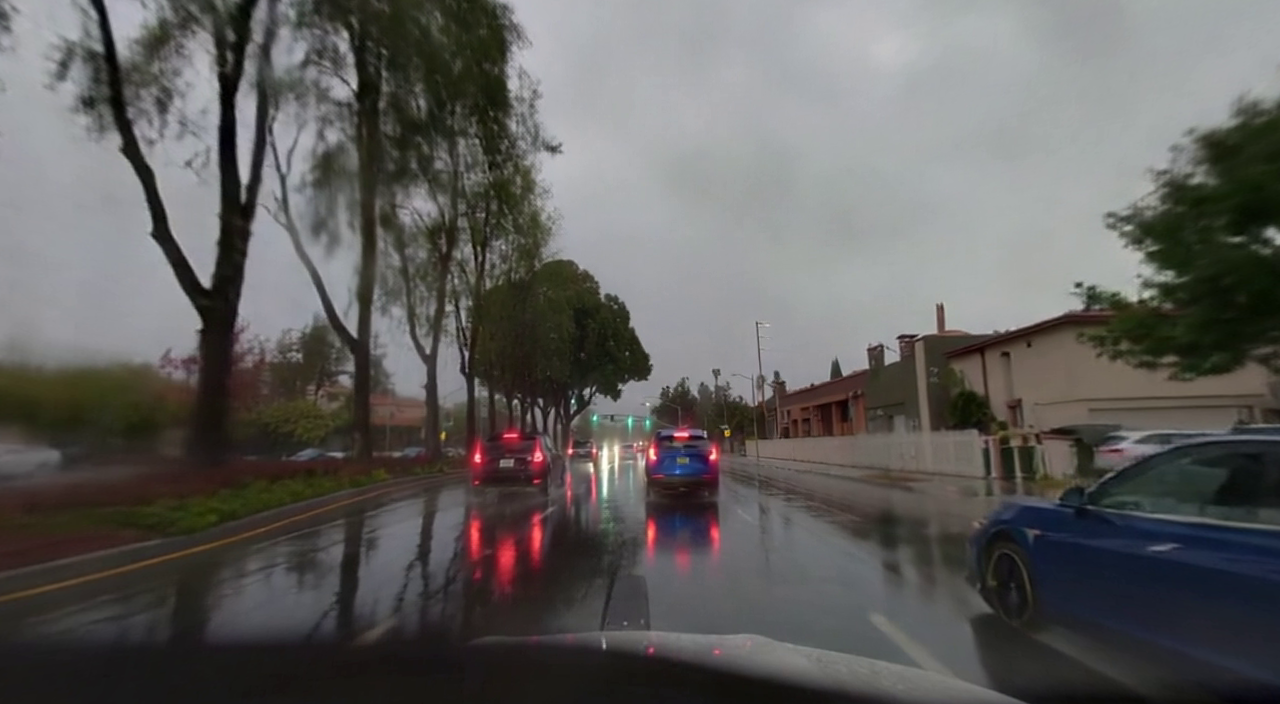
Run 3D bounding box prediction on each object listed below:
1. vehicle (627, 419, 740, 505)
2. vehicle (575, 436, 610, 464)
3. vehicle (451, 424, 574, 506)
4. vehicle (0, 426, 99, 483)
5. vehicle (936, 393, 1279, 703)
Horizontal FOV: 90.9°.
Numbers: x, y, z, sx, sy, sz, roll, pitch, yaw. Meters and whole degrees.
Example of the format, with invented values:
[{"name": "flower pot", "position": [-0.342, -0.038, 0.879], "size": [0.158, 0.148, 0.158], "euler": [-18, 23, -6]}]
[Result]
[{"name": "vehicle", "position": [0.858, 2.598, 15.247], "size": [2.280, 1.747, 4.361], "euler": [0, -8, -2]}, {"name": "vehicle", "position": [-3.136, 6.643, 42.787], "size": [2.014, 1.755, 4.360], "euler": [0, -8, 0]}, {"name": "vehicle", "position": [-2.900, 2.696, 15.512], "size": [2.043, 1.687, 4.676], "euler": [0, -8, 0]}, {"name": "vehicle", "position": [-40.220, 6.530, 40.158], "size": [7.956, 3.489, 2.844], "euler": [3, -9, -22]}, {"name": "vehicle", "position": [3.576, 0.998, 3.080], "size": [2.017, 1.491, 4.611], "euler": [0, -8, 0]}]
